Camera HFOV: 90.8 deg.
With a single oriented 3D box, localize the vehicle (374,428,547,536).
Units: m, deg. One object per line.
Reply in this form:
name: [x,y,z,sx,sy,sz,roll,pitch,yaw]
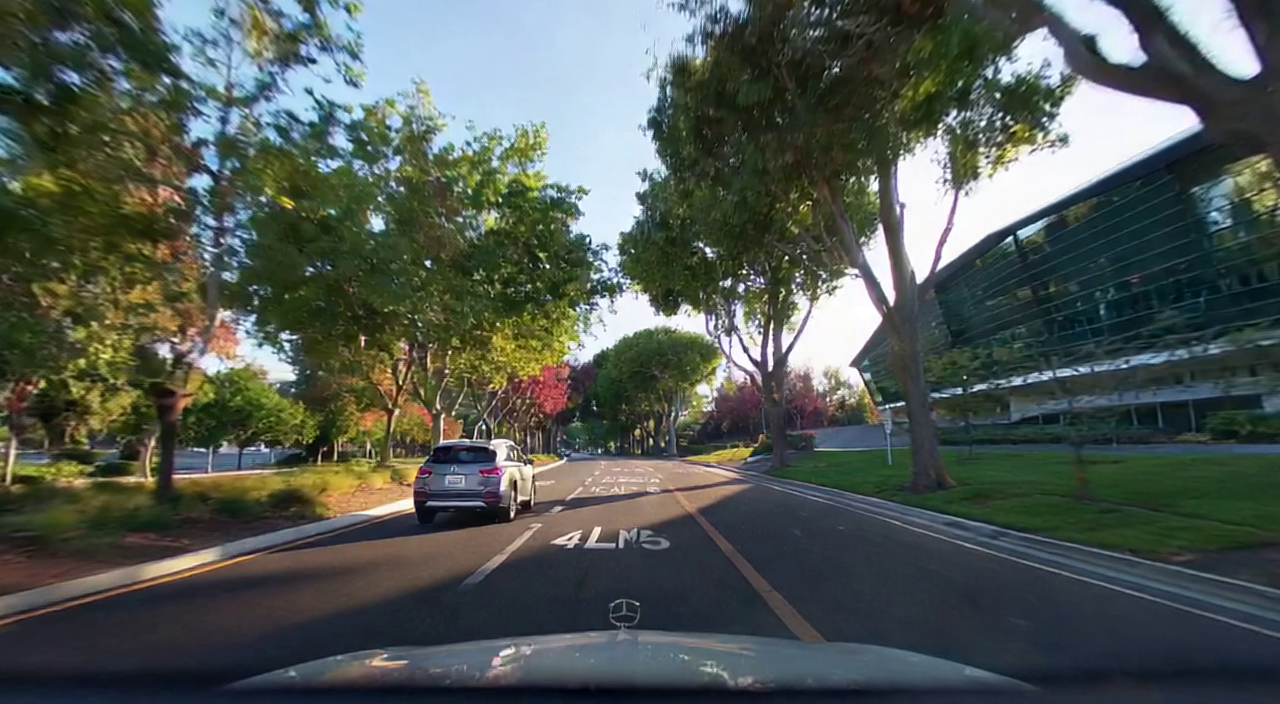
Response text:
vehicle: [-3.215,2.430,12.469,2.067,1.700,4.561,0,-9,0]
